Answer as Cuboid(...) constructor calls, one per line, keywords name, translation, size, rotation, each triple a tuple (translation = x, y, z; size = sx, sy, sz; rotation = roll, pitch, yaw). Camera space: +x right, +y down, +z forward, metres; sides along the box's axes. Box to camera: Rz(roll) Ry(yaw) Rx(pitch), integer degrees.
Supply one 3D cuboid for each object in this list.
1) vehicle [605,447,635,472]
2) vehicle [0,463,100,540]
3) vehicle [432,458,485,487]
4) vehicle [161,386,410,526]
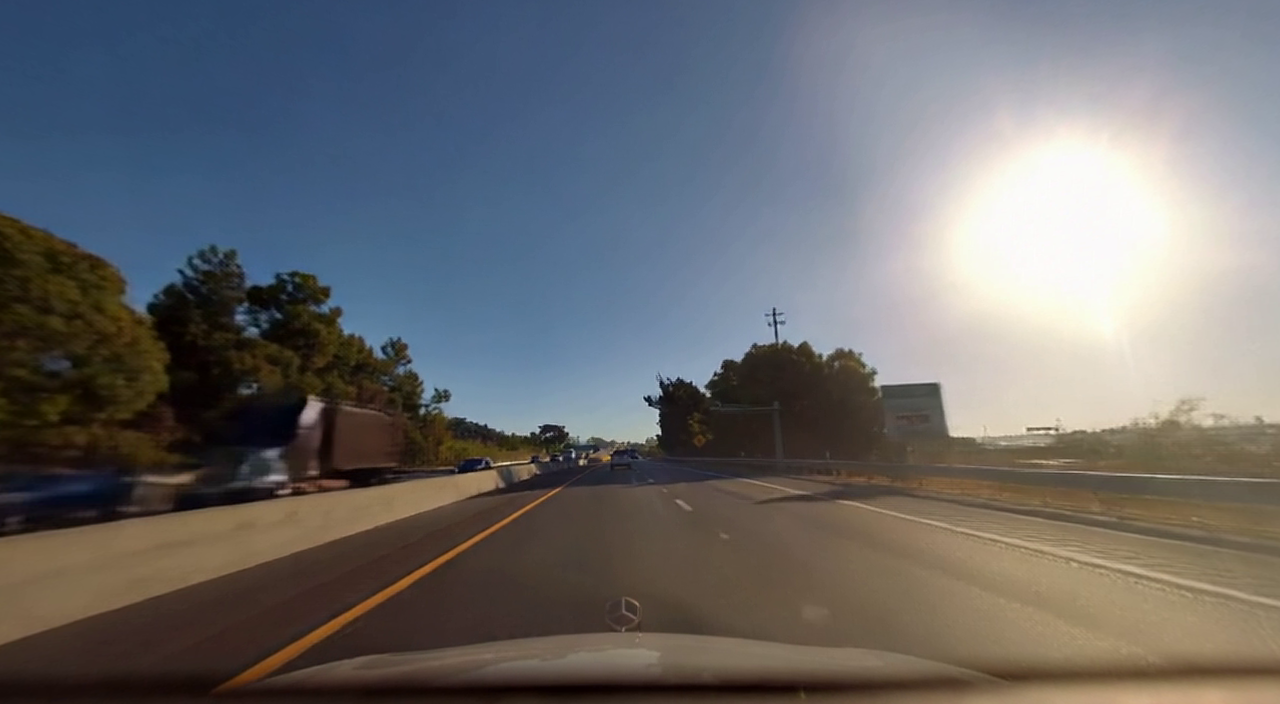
Cuboid(name="vehicle", translation=(-1.460, 7.926, 46.377), size=(2.098, 1.692, 4.038), rotation=(0, -9, -1))
Cuboid(name="vehicle", translation=(-13.847, 3.082, 12.836), size=(1.829, 1.475, 4.197), rotation=(0, -9, -1))
Cuboid(name="vehicle", translation=(-10.014, 6.634, 34.831), size=(1.848, 1.454, 3.922), rotation=(0, -9, -1))
Cuboid(name="vehicle", translation=(-9.669, 3.021, 18.559), size=(2.789, 3.216, 7.867), rotation=(0, -9, -1))
